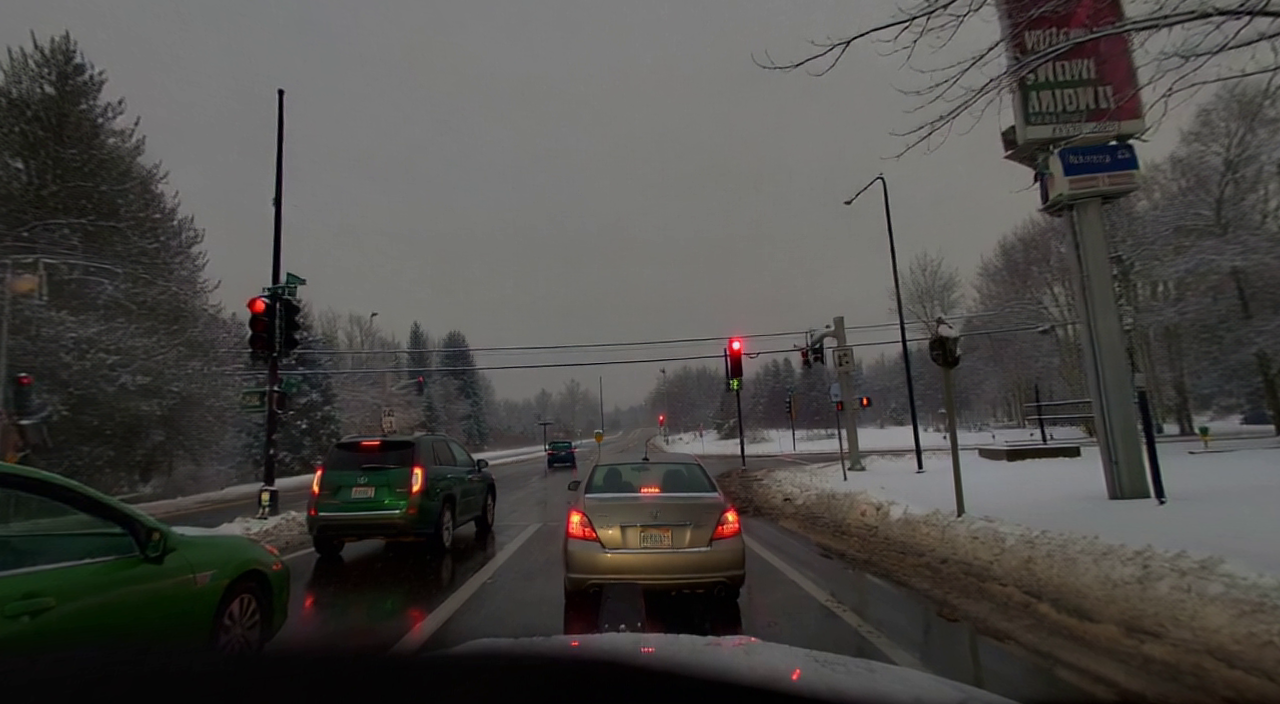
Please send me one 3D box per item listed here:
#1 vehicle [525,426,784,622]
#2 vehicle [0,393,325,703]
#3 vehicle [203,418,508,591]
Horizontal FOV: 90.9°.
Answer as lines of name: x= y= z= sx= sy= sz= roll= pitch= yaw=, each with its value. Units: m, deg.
vehicle: x=0.046 y=1.584 z=6.628 sx=1.977 sy=1.467 sz=3.474 roll=0 pitch=-9 yaw=-2
vehicle: x=-3.150 y=0.954 z=2.429 sx=1.808 sy=1.520 sz=3.846 roll=-1 pitch=-9 yaw=1
vehicle: x=-3.160 y=1.782 z=8.143 sx=1.950 sy=1.628 sz=4.082 roll=-1 pitch=-9 yaw=1
